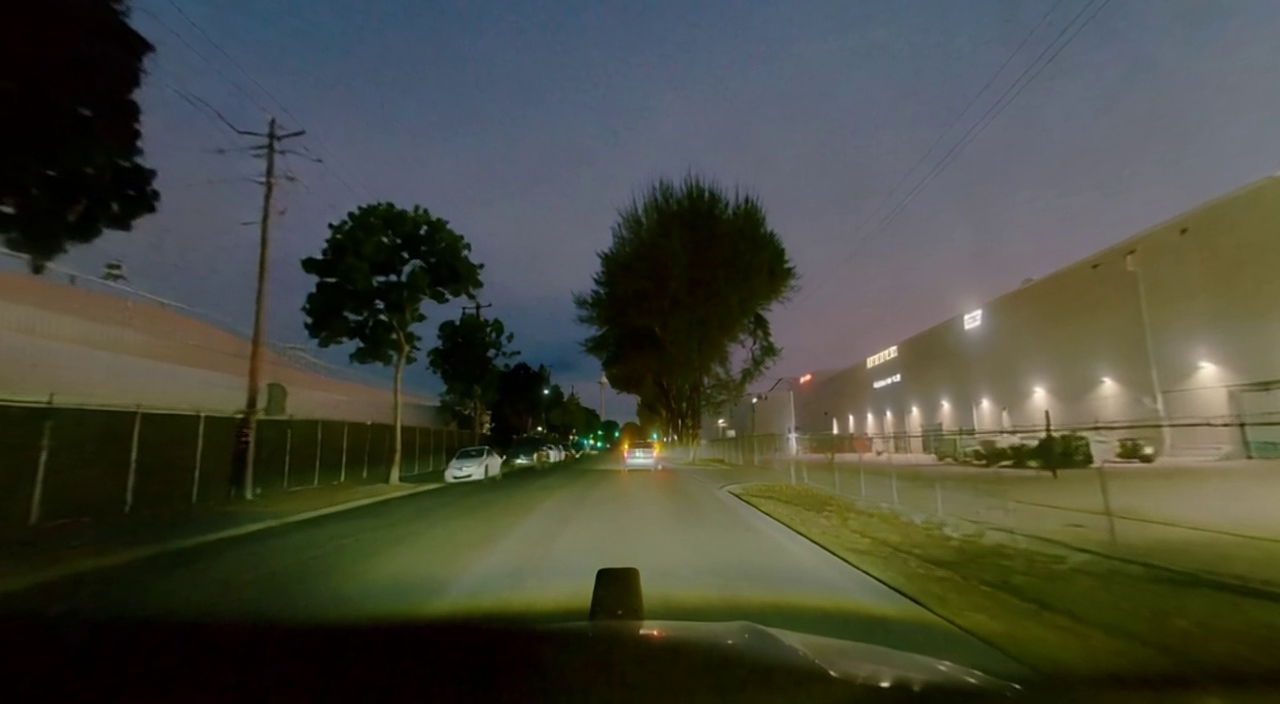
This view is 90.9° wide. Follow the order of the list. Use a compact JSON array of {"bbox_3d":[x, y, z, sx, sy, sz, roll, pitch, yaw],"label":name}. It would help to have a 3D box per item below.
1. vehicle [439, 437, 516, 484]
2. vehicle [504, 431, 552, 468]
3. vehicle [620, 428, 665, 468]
[{"bbox_3d":[-6.089,4.153,24.086,1.938,1.500,4.130,-3,-10,-2],"label":"vehicle"},{"bbox_3d":[-6.673,5.899,38.052,2.005,1.989,4.929,-3,-9,0],"label":"vehicle"},{"bbox_3d":[0.108,4.893,32.308,2.152,1.874,4.042,0,-8,0],"label":"vehicle"}]
